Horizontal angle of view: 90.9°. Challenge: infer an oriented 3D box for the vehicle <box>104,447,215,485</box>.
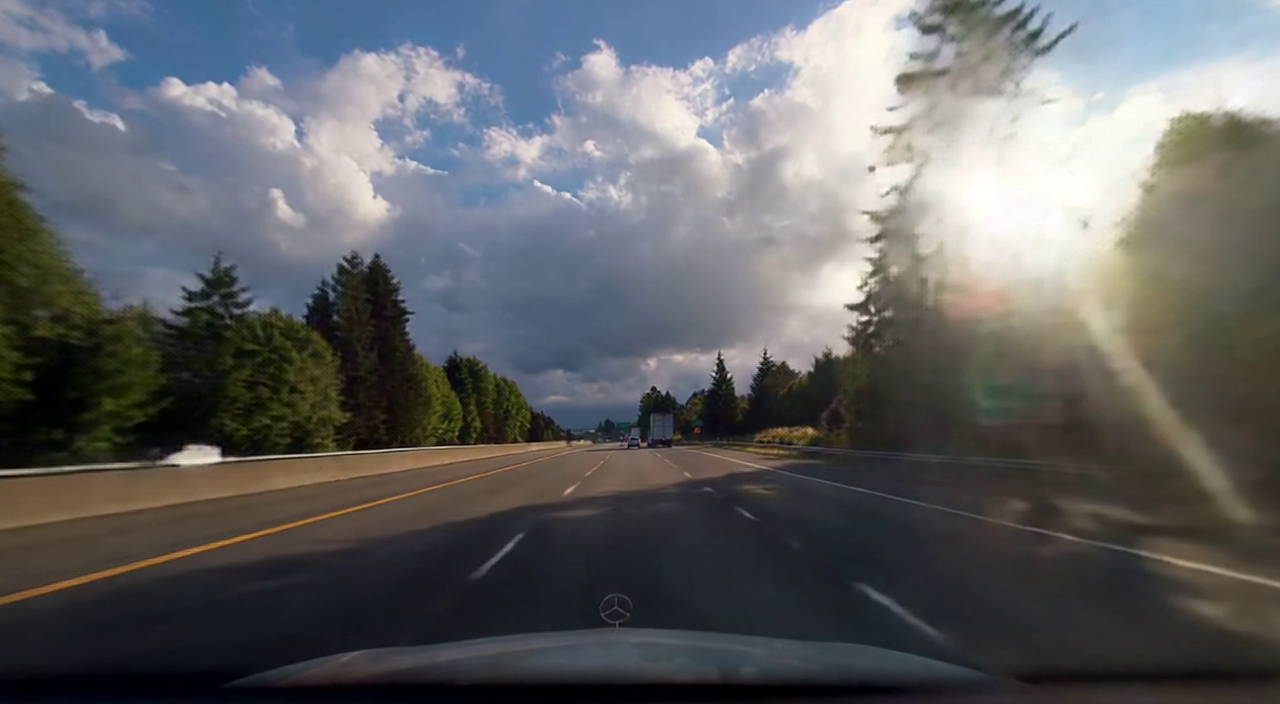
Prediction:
[{"bbox_3d":[-20.503,4.850,27.115,1.777,1.450,3.794,0,-8,-1],"label":"vehicle"}]
